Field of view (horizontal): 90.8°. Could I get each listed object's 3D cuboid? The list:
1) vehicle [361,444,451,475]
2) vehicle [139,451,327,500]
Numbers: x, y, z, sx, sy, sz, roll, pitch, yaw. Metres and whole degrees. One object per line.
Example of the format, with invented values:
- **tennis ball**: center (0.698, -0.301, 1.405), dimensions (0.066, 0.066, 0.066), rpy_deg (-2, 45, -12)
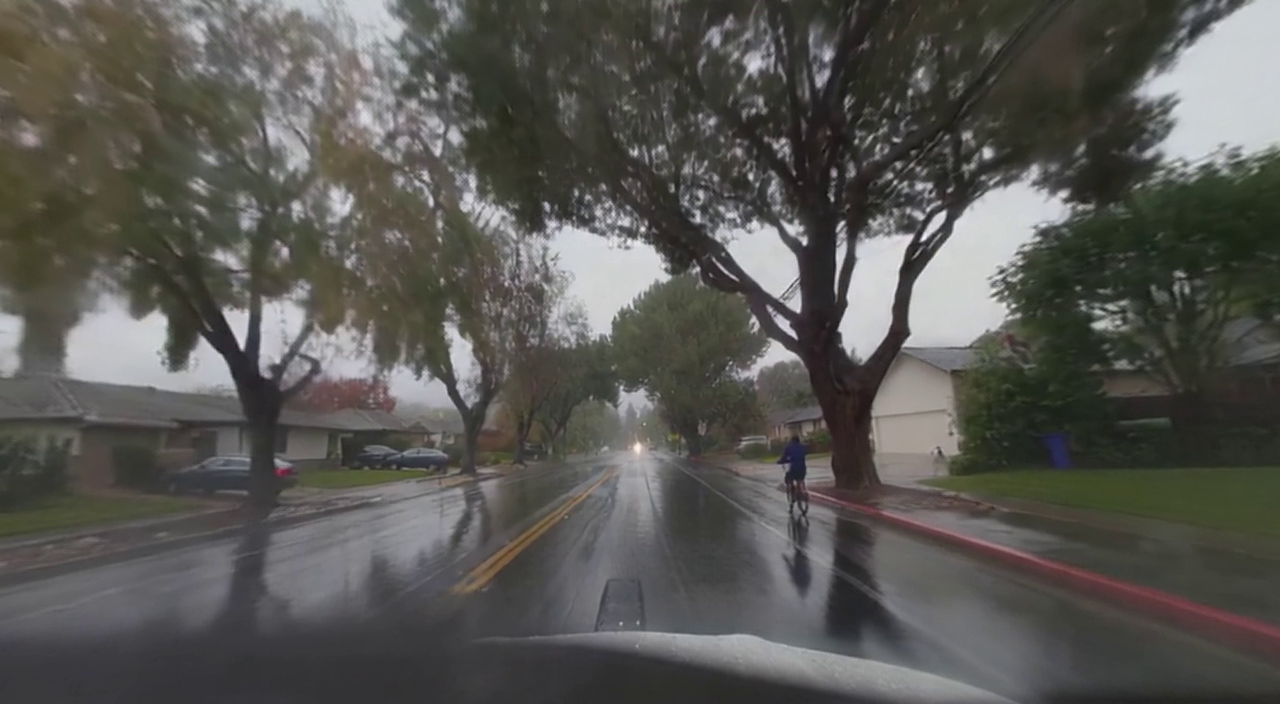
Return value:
- **vehicle**: center (-13.923, 6.398, 37.745), dimensions (4.587, 1.722, 1.906), rpy_deg (0, -9, -1)
- **vehicle**: center (-13.037, 3.957, 20.479), dimensions (4.717, 1.465, 1.887), rpy_deg (0, -9, -3)
